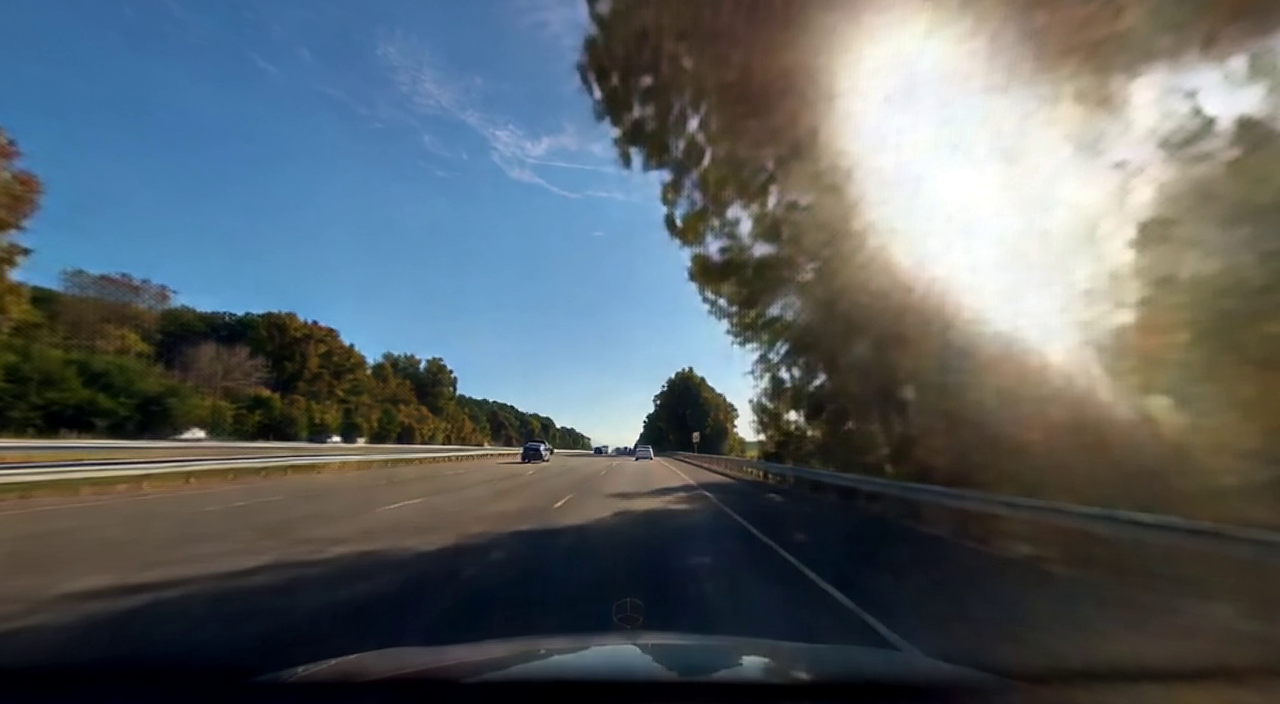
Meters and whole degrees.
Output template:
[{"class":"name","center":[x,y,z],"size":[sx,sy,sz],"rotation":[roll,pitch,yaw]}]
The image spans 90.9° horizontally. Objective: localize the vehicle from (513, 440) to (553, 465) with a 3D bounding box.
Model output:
[{"class":"vehicle","center":[-7.214,6.840,42.870],"size":[1.972,1.603,3.891],"rotation":[0,-8,1]}]
